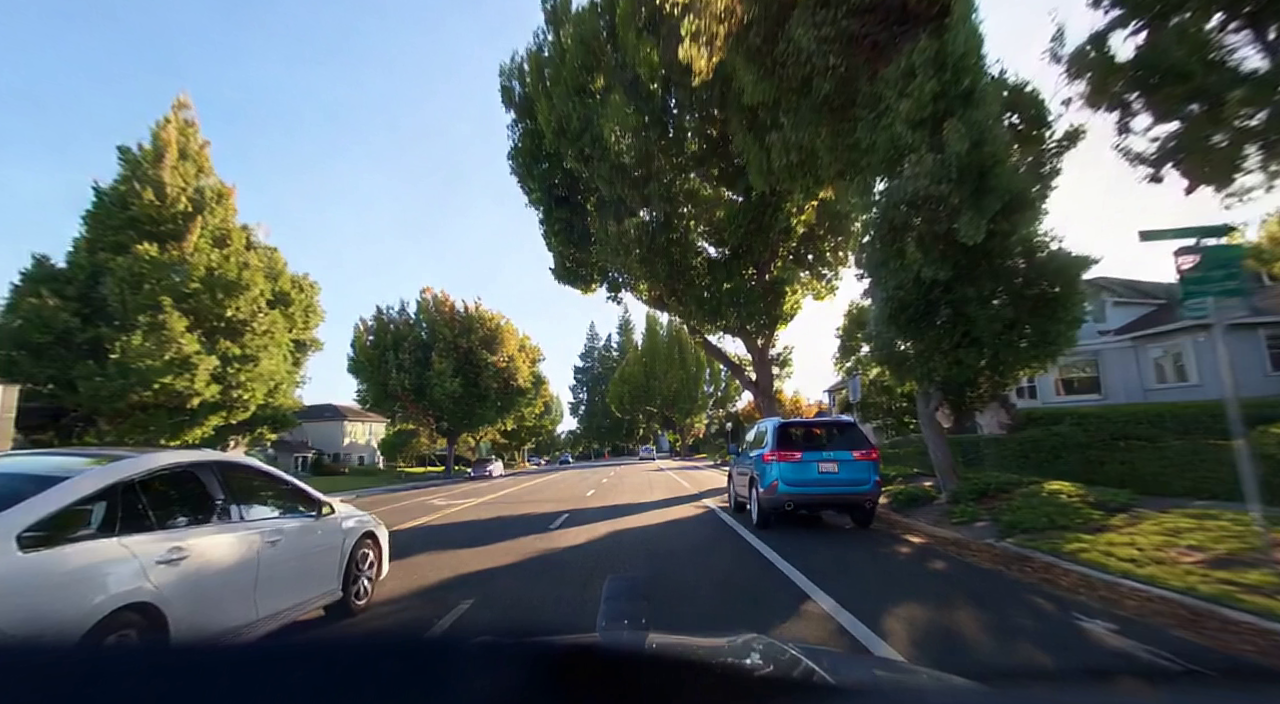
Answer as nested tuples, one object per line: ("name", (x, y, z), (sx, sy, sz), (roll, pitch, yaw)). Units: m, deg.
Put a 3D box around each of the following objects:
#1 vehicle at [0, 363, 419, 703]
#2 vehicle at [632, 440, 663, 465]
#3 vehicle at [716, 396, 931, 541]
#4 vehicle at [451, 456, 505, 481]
("vehicle", (-3.213, 1.129, 3.806), (2.058, 1.659, 4.514), (-1, -9, 1))
("vehicle", (0.522, 7.300, 45.990), (2.138, 1.729, 4.178), (0, -9, 0))
("vehicle", (2.987, 2.100, 11.950), (2.338, 2.063, 5.592), (0, -9, 0))
("vehicle", (-10.455, 7.533, 41.004), (1.893, 1.441, 4.604), (-1, -9, 6))
